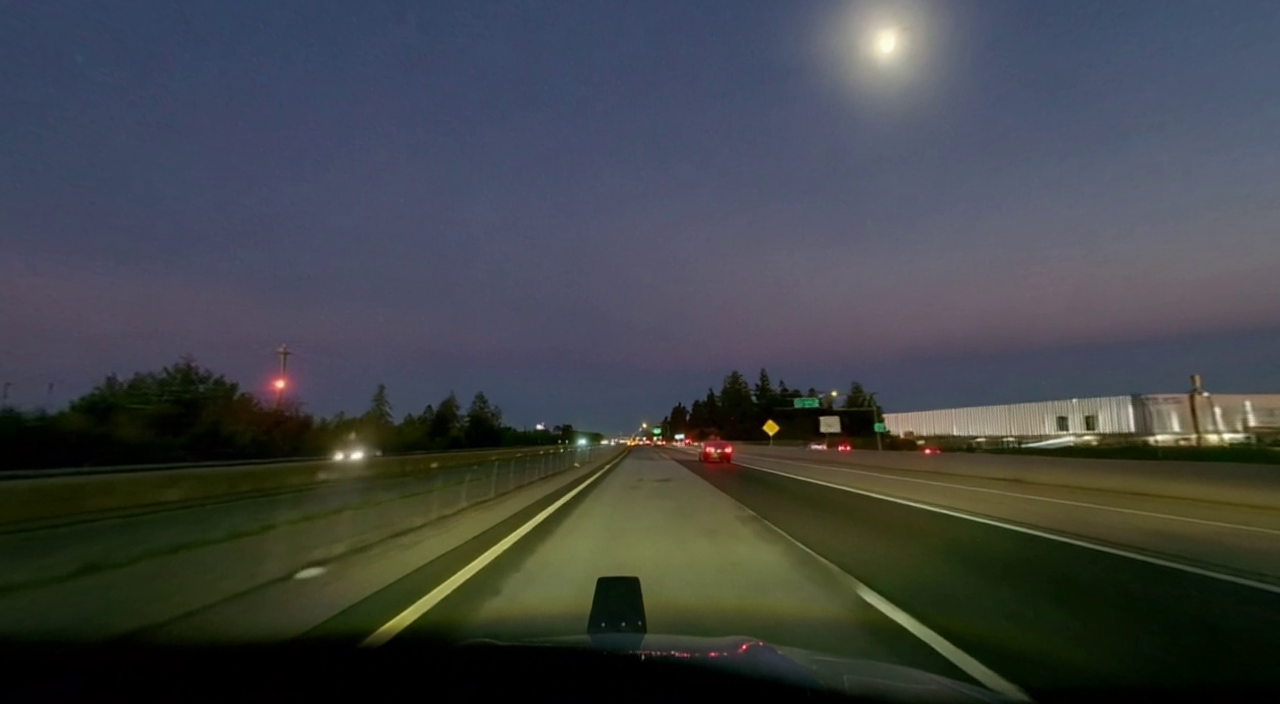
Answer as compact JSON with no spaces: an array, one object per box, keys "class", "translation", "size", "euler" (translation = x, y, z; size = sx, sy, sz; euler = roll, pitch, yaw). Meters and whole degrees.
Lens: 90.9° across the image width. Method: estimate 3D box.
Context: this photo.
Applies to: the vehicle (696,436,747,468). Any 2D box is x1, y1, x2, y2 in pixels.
[{"class":"vehicle","translation":[4.101,5.107,32.356],"size":[2.062,1.518,4.026],"euler":[0,-8,-1]}]
